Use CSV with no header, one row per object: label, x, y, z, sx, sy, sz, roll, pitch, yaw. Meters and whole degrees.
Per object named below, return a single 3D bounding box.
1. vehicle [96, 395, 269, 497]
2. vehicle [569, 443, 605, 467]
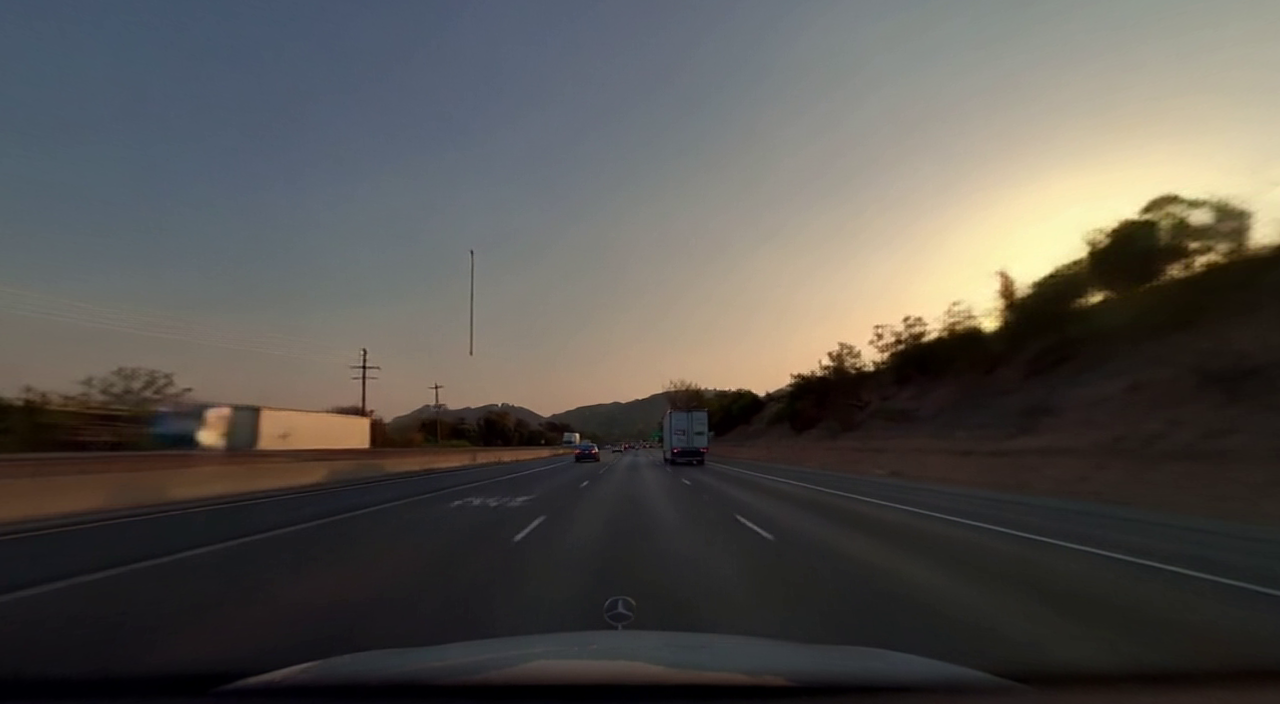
vehicle,-19.979,4.185,28.043,3.041,4.017,5.863,0,-9,0
vehicle,-3.598,7.060,43.309,2.100,1.525,4.179,0,-9,0
